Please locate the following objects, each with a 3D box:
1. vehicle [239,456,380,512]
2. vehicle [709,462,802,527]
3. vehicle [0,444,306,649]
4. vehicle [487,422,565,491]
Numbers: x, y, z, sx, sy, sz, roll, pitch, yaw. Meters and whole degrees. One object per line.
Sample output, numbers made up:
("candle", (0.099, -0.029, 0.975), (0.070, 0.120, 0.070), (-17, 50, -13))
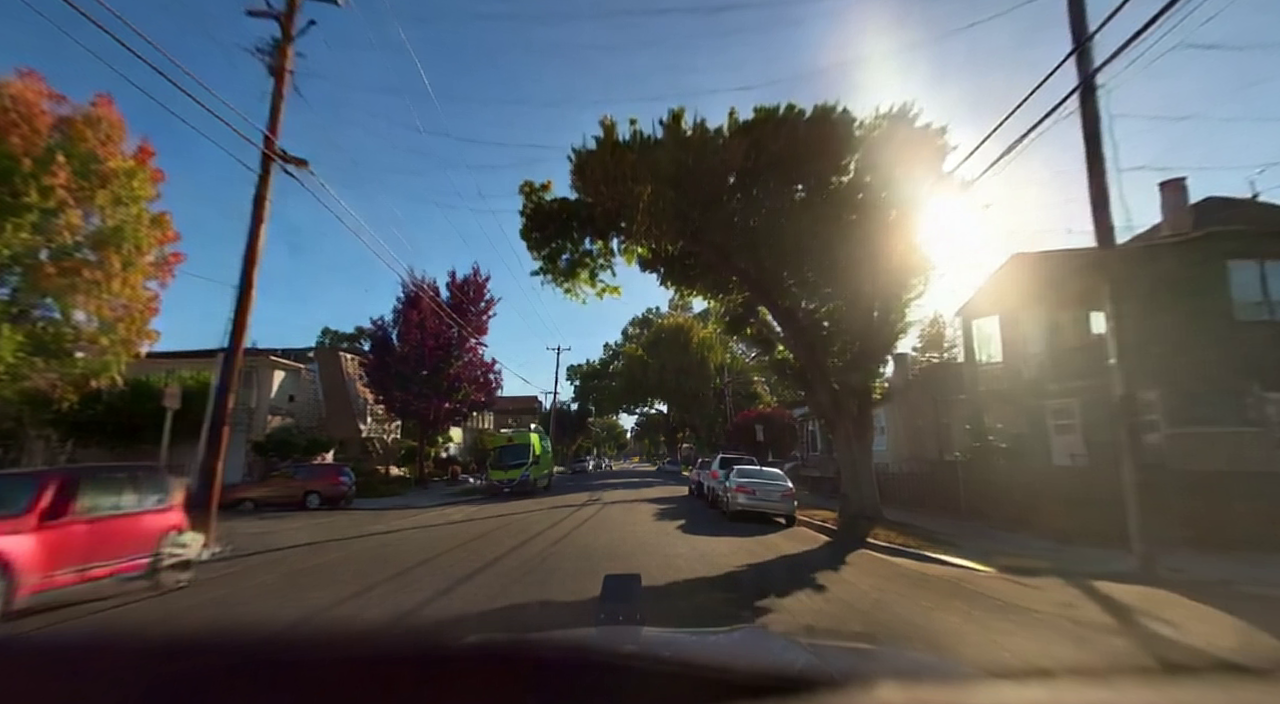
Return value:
("vehicle", (-13.133, 5.342, 25.341), (4.341, 1.728, 2.161), (0, -22, -5))
("vehicle", (3.373, 4.244, 19.323), (2.010, 1.661, 4.615), (1, -9, 0))
("vehicle", (-6.389, 1.975, 7.574), (2.057, 1.632, 4.730), (0, -7, 1))
("vehicle", (-6.518, 6.150, 37.295), (3.115, 3.562, 7.695), (-1, -9, 1))
